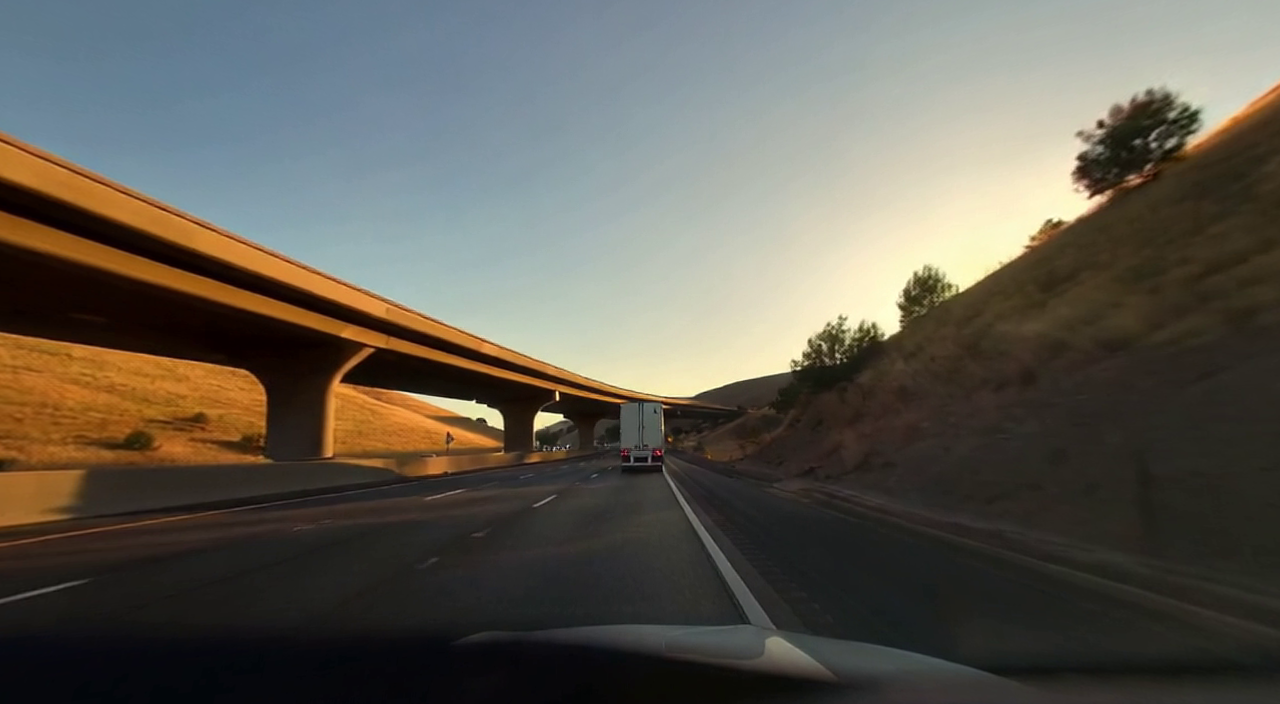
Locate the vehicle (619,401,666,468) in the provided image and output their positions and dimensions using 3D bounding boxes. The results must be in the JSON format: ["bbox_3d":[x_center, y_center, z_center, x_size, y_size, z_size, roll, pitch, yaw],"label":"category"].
[{"bbox_3d":[0.118,5.807,43.652,2.866,4.014,11.261,0,-9,0],"label":"vehicle"}]
